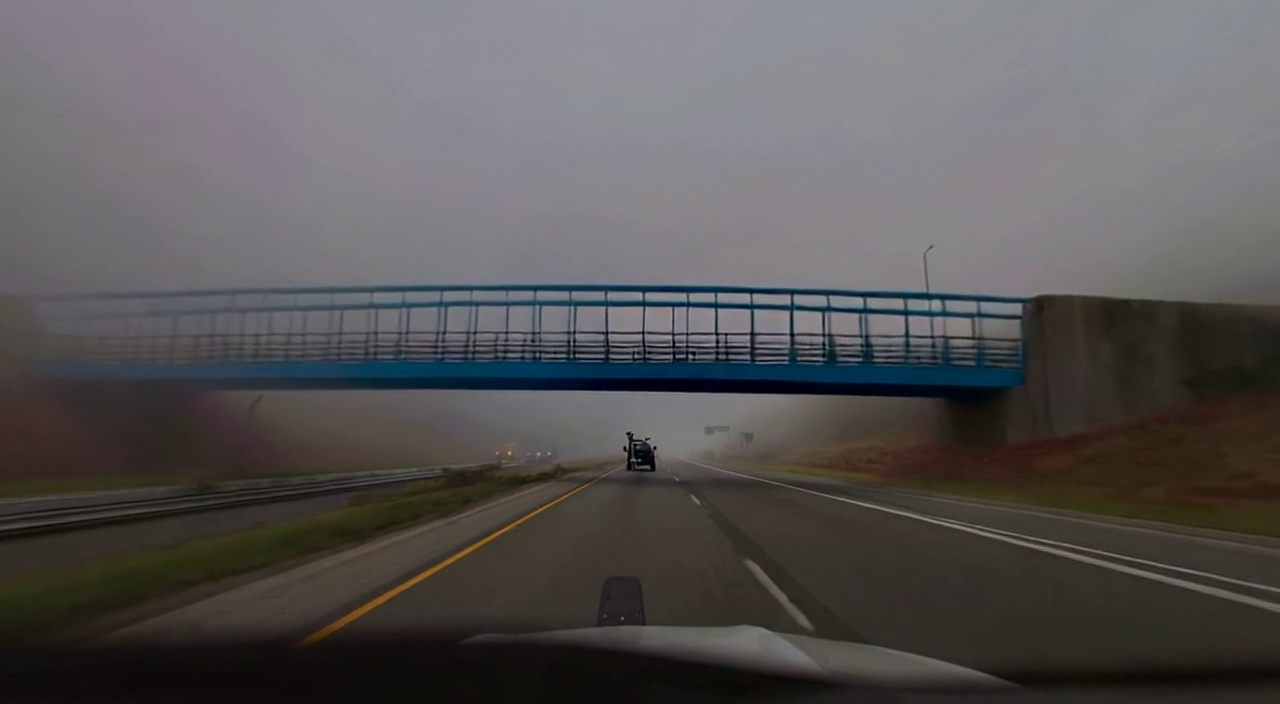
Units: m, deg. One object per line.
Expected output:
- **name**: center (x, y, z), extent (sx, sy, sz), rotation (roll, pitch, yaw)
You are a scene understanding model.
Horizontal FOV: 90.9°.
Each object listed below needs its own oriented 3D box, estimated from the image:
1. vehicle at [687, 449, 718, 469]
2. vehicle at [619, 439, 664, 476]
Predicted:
- **vehicle**: center (4.884, 8.430, 49.956), extent (1.988, 1.505, 4.958), rotation (0, -9, 0)
- **vehicle**: center (0.170, 5.982, 35.984), extent (2.369, 1.948, 5.343), rotation (0, -9, 2)
